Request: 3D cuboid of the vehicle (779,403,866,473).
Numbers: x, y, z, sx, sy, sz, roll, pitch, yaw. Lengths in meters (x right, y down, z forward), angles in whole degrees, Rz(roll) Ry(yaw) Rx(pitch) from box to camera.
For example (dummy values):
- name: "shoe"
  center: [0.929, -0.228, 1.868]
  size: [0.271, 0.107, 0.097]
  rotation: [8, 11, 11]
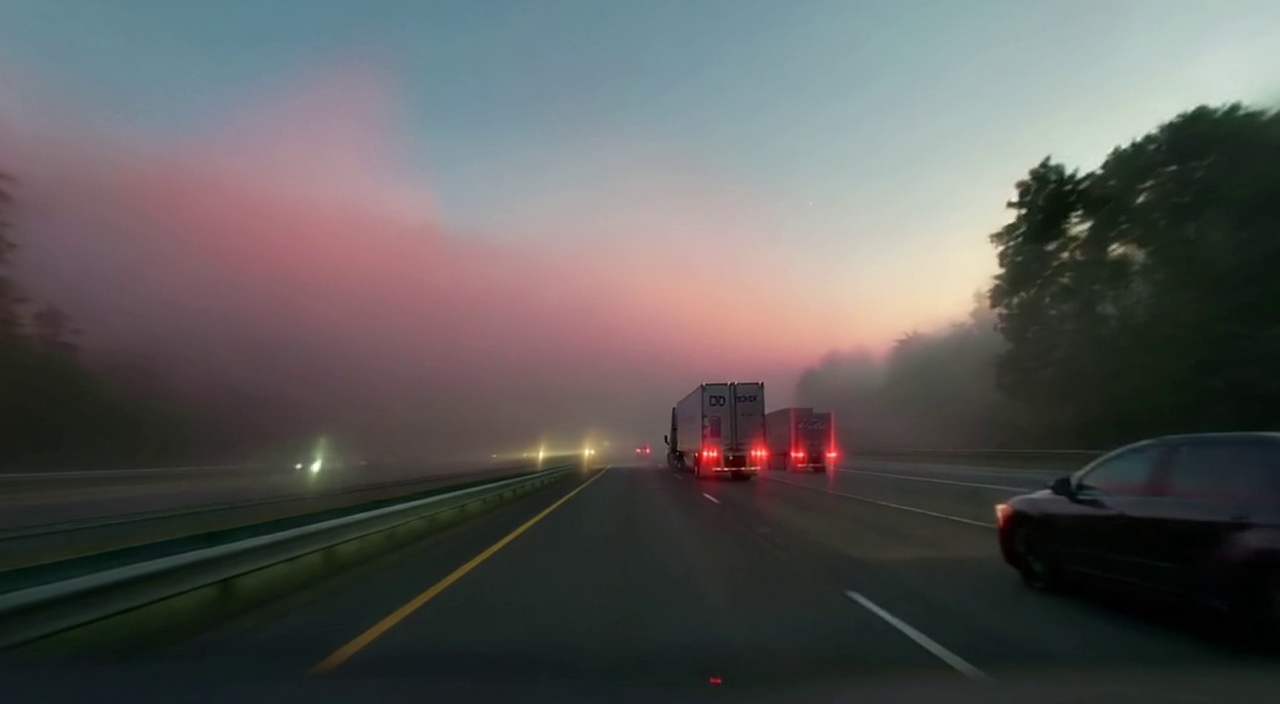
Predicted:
- name: "vehicle"
  center: [11.407, 5.562, 40.188]
  size: [2.938, 3.990, 8.556]
  rotation: [0, -9, 0]

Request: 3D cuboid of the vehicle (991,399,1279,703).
- name: "vehicle"
  center: [3.997, 1.019, 3.277]
  size: [1.948, 1.481, 3.955]
  rotation: [0, -9, -1]

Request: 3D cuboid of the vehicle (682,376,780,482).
- name: "vehicle"
  center: [3.762, 3.659, 28.628]
  size: [3.025, 4.010, 9.542]
  rotation: [0, -9, 0]
